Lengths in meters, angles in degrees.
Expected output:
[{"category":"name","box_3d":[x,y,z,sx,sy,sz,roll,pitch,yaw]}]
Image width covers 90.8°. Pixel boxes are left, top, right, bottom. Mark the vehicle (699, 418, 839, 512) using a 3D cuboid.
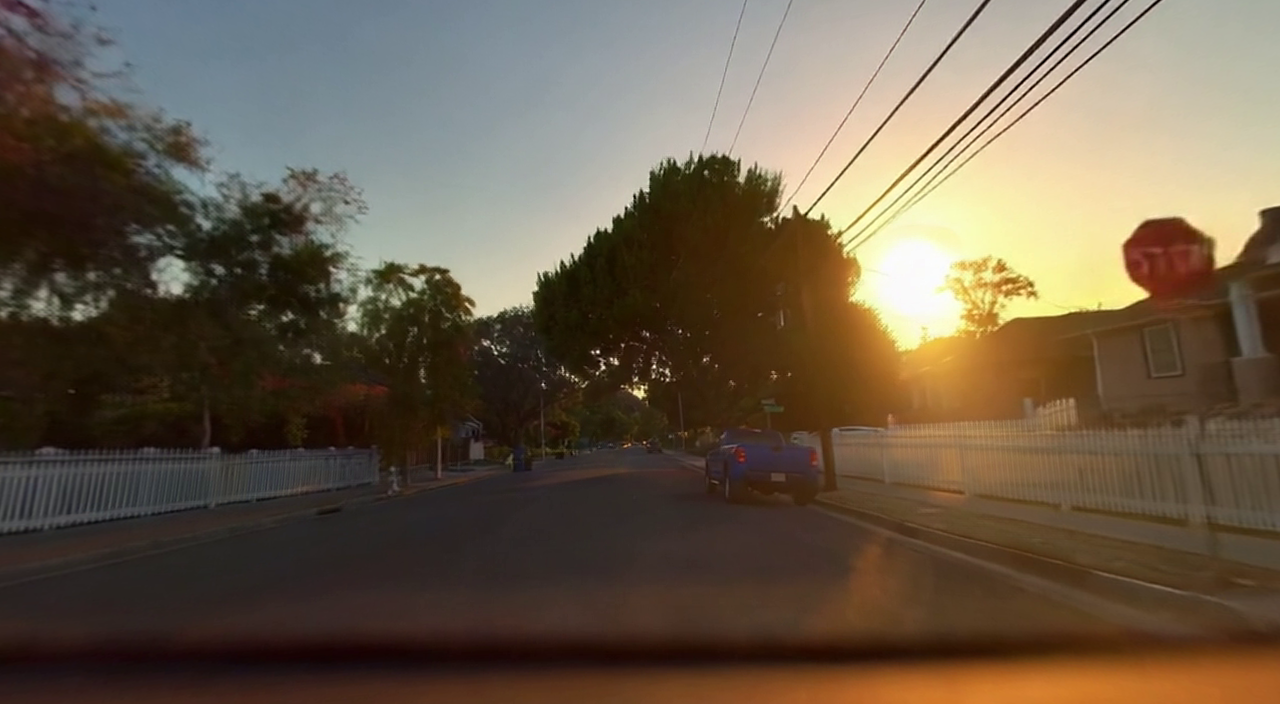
[{"category":"vehicle","box_3d":[2.703,2.528,14.559,2.126,1.795,4.751,0,-9,-1]}]
